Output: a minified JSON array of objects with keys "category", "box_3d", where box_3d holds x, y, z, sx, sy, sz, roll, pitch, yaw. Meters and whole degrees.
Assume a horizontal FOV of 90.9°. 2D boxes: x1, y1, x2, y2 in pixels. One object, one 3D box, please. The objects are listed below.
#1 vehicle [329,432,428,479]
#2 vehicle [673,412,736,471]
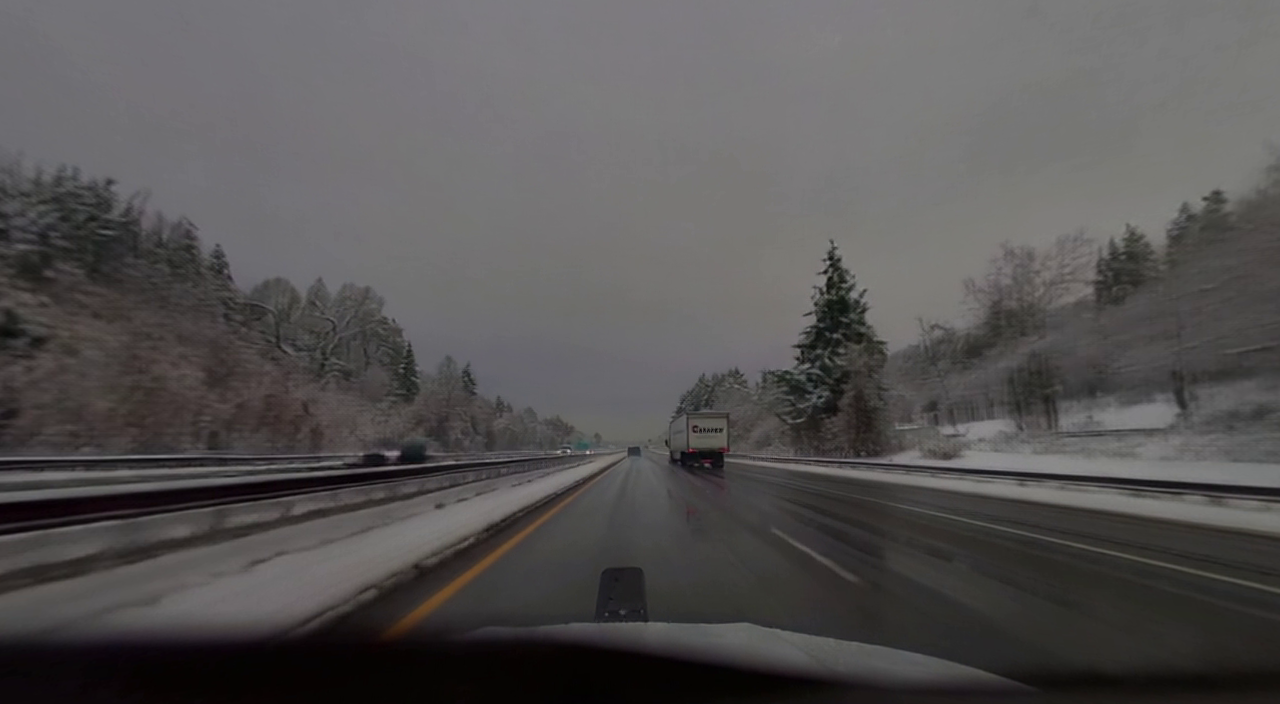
[{"category":"vehicle","box_3d":[-9.048,3.612,22.188,1.835,1.494,3.900,0,-9,-1]},{"category":"vehicle","box_3d":[4.078,6.155,42.858,2.876,3.419,11.591,0,-9,-1]}]
